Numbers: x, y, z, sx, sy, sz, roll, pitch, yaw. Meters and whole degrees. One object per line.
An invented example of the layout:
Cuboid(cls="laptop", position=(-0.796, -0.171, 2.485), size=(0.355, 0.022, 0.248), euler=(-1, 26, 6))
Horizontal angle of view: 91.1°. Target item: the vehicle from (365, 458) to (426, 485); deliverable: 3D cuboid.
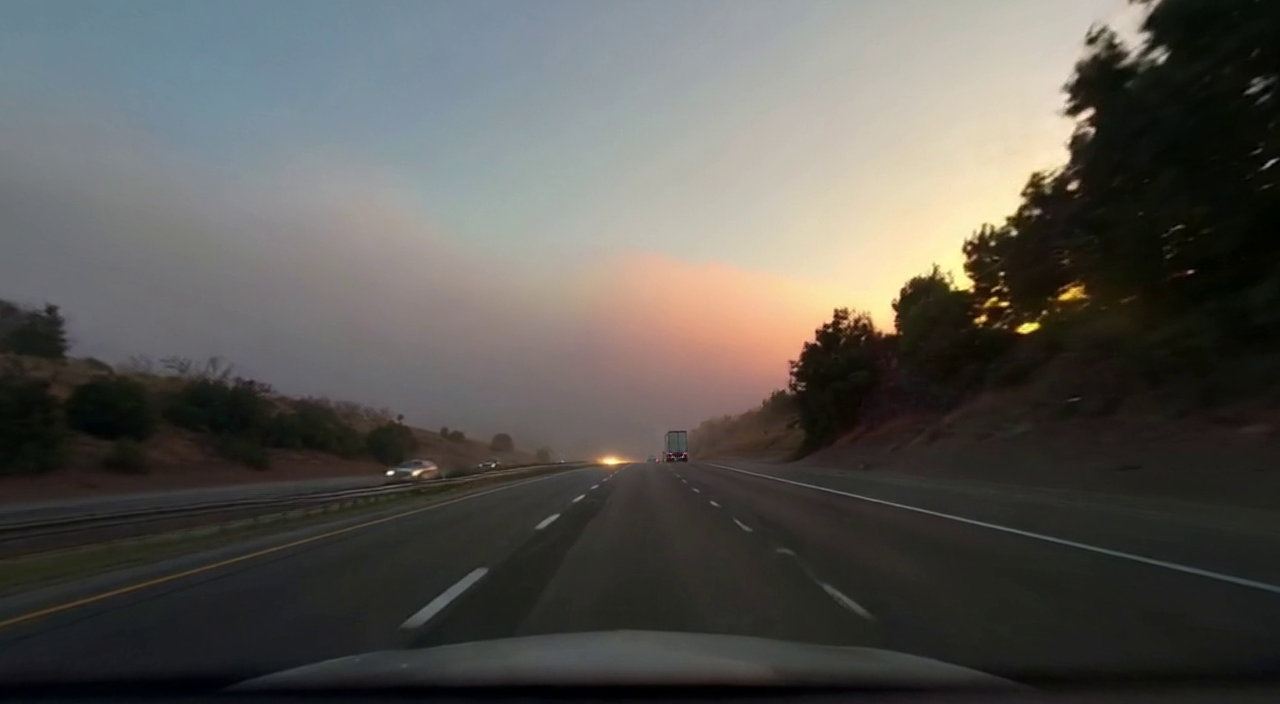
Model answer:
Cuboid(cls="vehicle", position=(-15.429, 7.560, 39.908), size=(1.992, 1.500, 4.845), euler=(0, -9, -1))
